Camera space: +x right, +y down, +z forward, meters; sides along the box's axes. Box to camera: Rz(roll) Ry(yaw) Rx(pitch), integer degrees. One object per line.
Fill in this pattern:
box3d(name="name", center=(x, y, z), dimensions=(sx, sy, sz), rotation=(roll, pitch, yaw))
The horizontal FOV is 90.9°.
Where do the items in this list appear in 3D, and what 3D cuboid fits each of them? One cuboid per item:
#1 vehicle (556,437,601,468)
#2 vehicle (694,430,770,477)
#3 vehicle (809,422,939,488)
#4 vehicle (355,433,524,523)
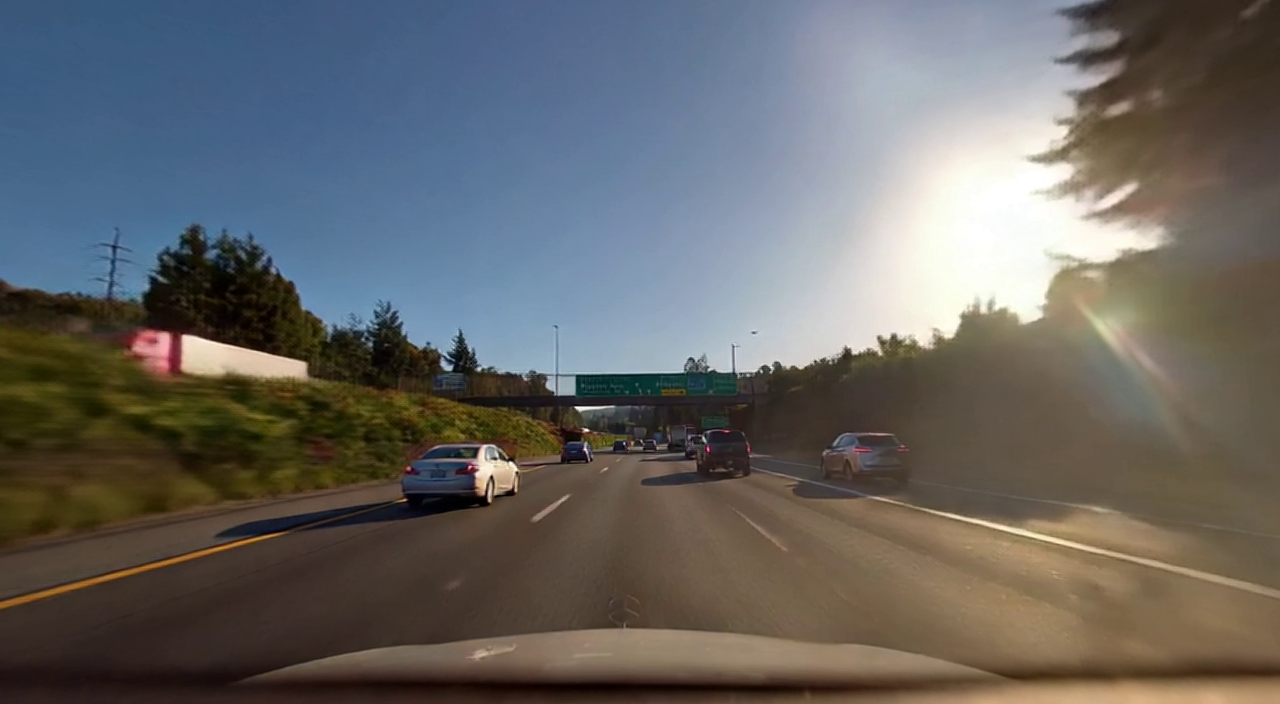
box3d(name="vehicle", center=(-3.402, 5.625, 35.475), dimensions=(2.020, 1.628, 4.248), rotation=(0, -8, 1))
box3d(name="vehicle", center=(4.058, 4.610, 28.943), dimensions=(2.517, 1.935, 5.552), rotation=(0, -9, -1))
box3d(name="vehicle", center=(7.826, 3.529, 21.873), dimensions=(2.291, 1.968, 5.662), rotation=(0, -9, 0))
box3d(name="vehicle", center=(-3.735, 2.419, 12.642), dimensions=(1.978, 1.473, 4.073), rotation=(0, -9, 1))
